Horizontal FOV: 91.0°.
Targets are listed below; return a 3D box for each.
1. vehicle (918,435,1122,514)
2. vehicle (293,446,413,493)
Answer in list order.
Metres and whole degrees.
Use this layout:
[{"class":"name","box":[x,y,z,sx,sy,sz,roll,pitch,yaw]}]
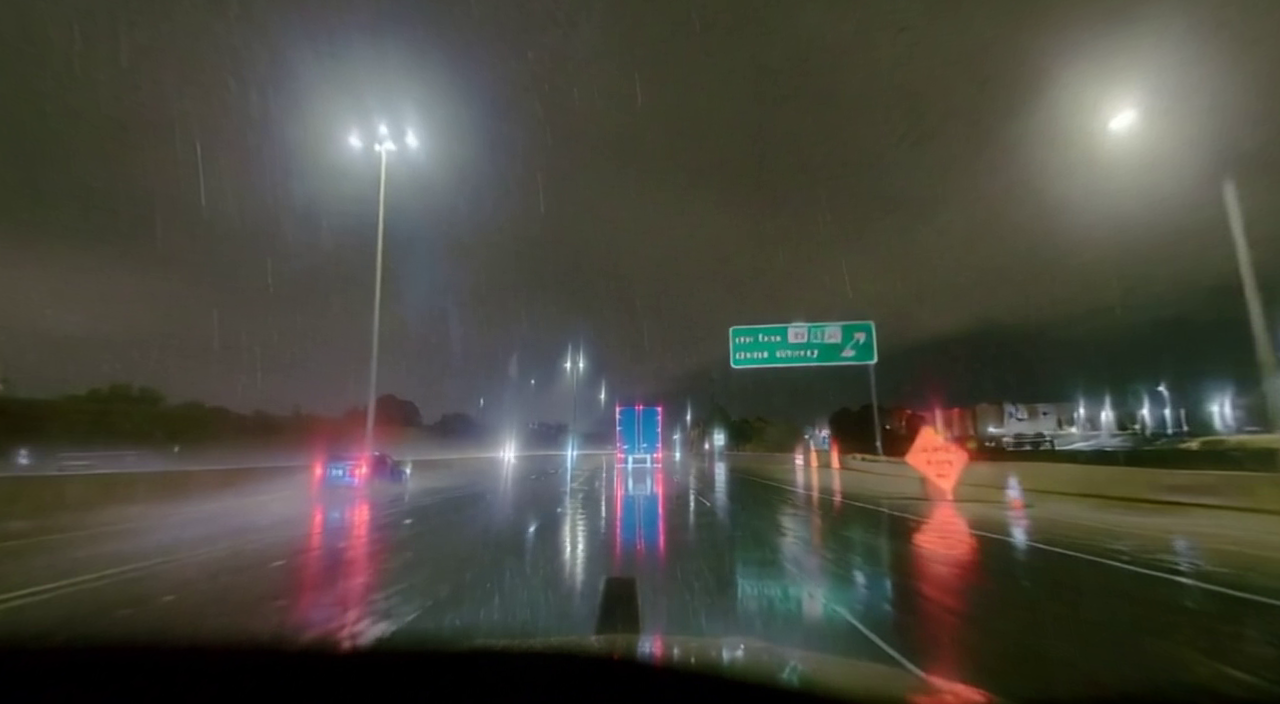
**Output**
[{"class":"vehicle","box":[9.538,3.100,16.463,2.065,1.698,4.882,0,-9,-3]},{"class":"vehicle","box":[-10.428,4.298,23.403,2.096,1.538,4.998,0,-9,0]}]
